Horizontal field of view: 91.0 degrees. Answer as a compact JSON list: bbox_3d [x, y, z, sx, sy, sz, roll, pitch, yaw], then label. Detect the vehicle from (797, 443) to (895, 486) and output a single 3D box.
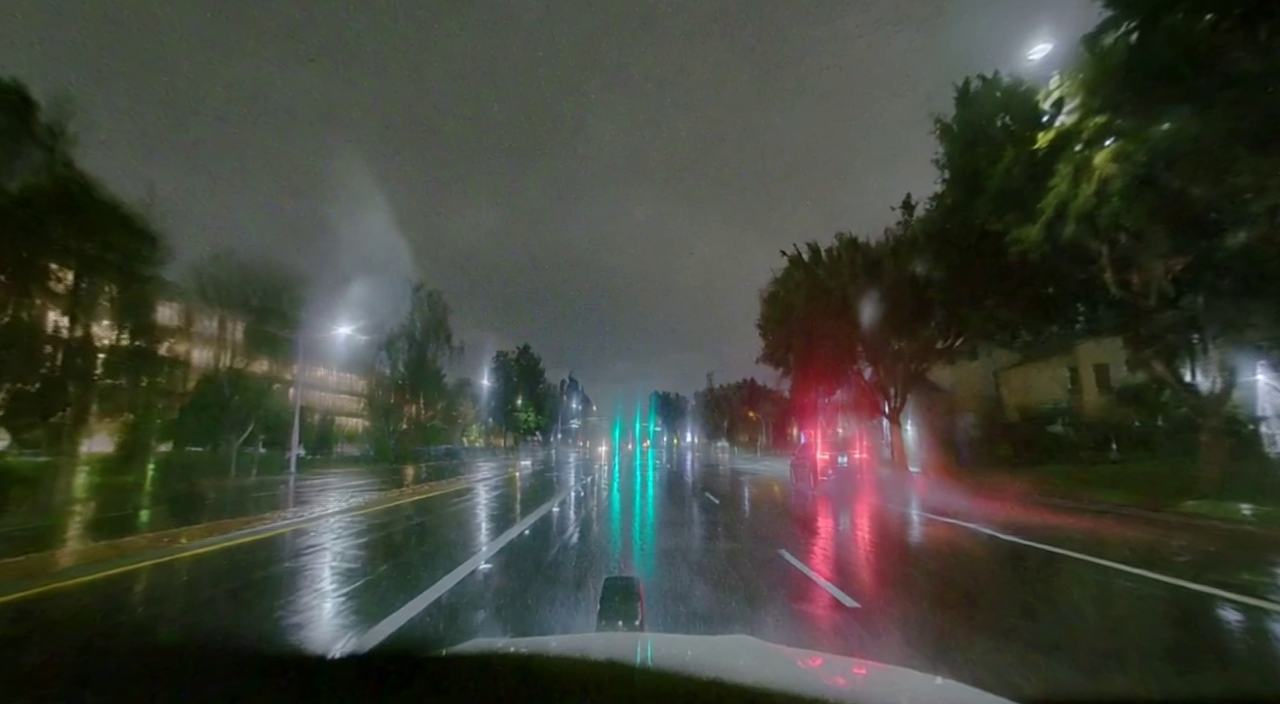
[{"bbox_3d":[7.440,4.107,23.312,2.054,1.421,4.487,0,-8,-1],"label":"vehicle"}]
